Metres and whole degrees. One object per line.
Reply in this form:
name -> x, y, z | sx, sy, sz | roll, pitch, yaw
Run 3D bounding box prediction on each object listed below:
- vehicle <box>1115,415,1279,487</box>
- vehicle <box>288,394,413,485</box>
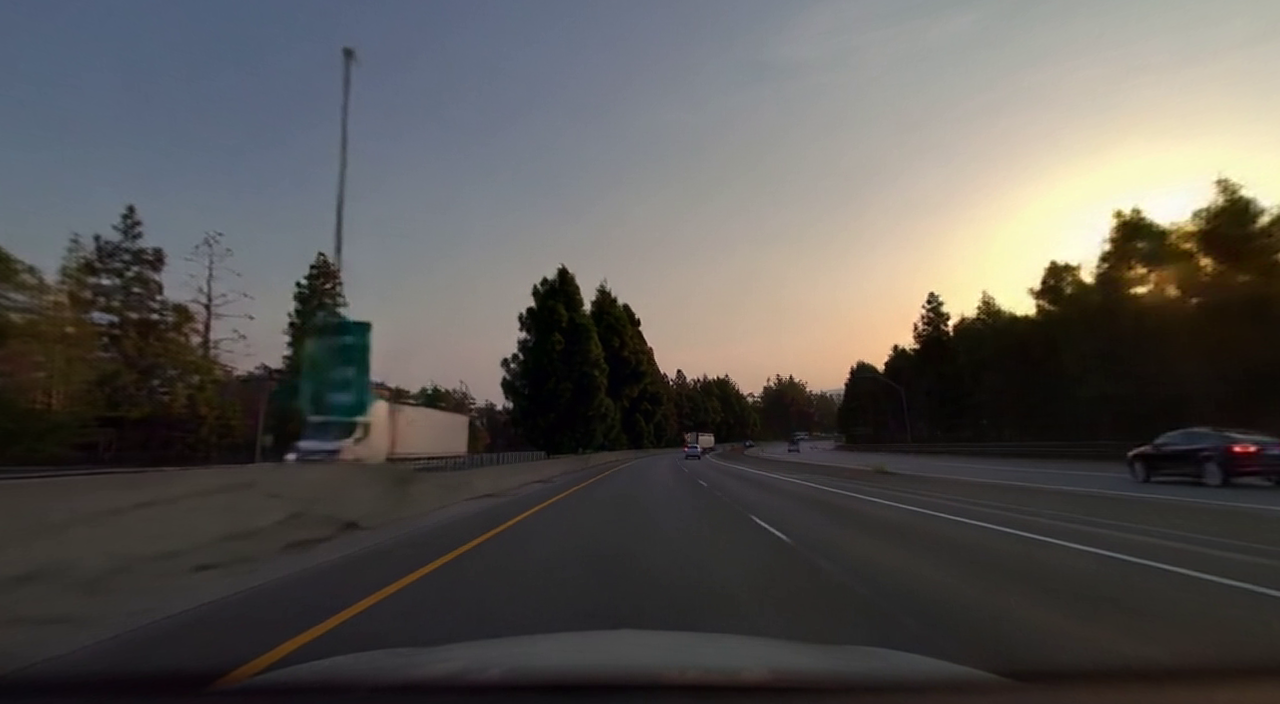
vehicle -> 16.477, 2.831, 18.038 | 2.061, 1.776, 4.476 | 0, -9, -3
vehicle -> -14.039, 4.388, 31.220 | 2.989, 4.026, 5.892 | -1, -9, 4
